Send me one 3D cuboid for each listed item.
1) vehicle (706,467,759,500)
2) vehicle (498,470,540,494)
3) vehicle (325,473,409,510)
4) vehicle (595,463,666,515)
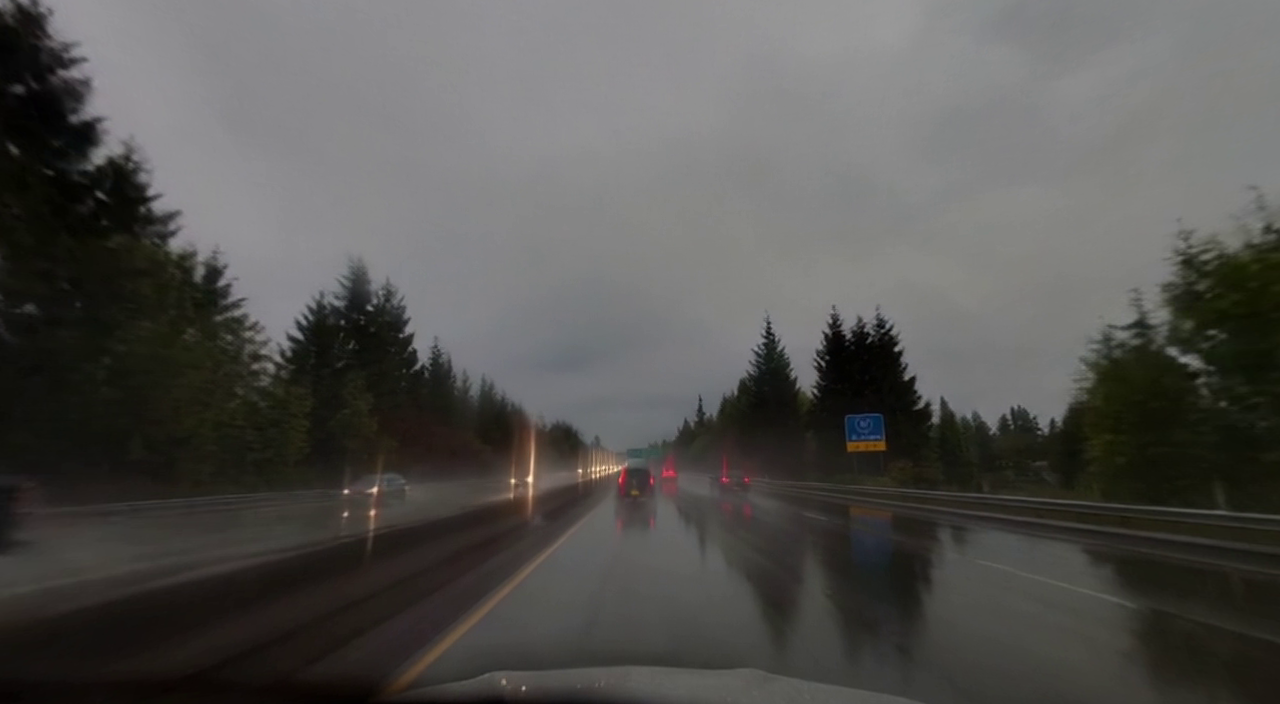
[{"bbox_3d":[4.547,6.550,31.698,1.974,1.476,4.119,1,-10,-1],"label":"vehicle"},{"bbox_3d":[-8.092,8.751,42.515,1.843,1.448,4.542,1,-10,1],"label":"vehicle"},{"bbox_3d":[-12.084,6.195,28.214,1.880,1.420,4.212,1,-10,0],"label":"vehicle"},{"bbox_3d":[-0.293,4.340,20.254,2.060,1.473,3.726,1,-10,0],"label":"vehicle"}]
